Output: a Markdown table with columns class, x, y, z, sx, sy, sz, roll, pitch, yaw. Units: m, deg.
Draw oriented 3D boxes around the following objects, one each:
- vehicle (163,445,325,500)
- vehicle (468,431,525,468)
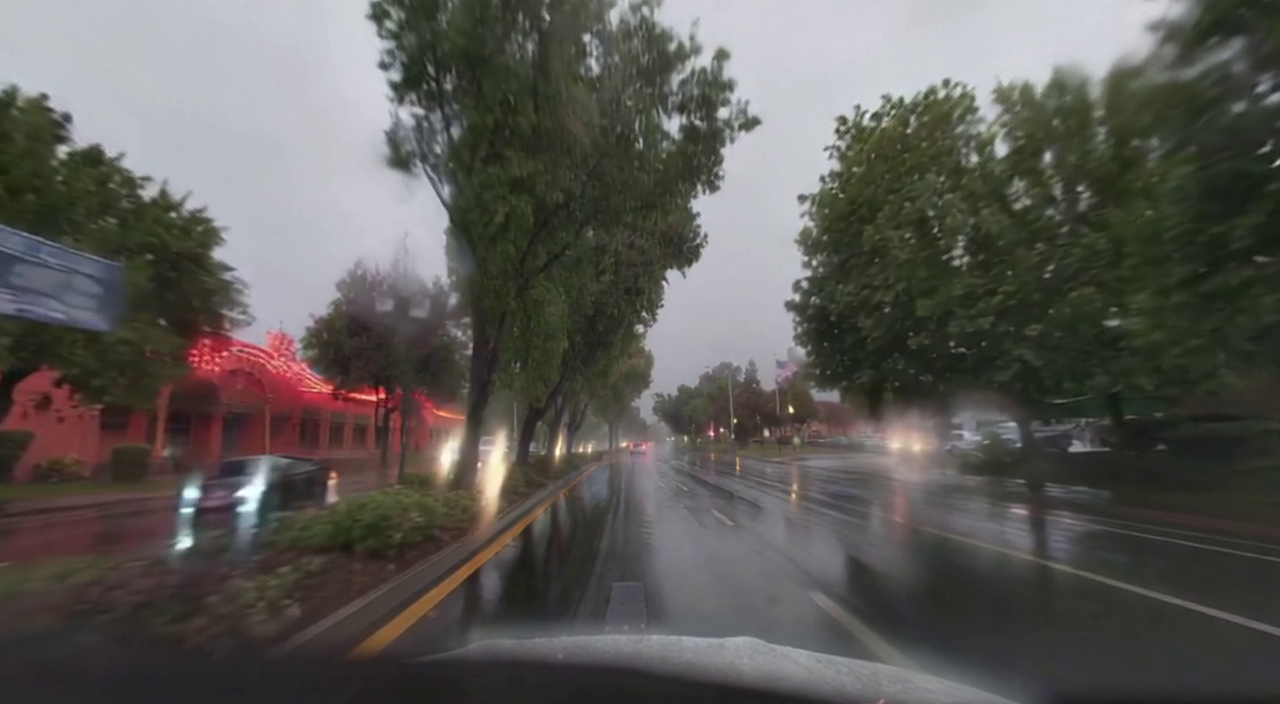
| class | x | y | z | sx | sy | sz | roll | pitch | yaw |
| --- | --- | --- | --- | --- | --- | --- | --- | --- | --- |
| vehicle | -11.643 | 3.527 | 18.990 | 1.874 | 1.407 | 4.606 | 0 | -8 | 0 |
| vehicle | -8.439 | 5.793 | 37.545 | 2.171 | 1.975 | 5.168 | 0 | -8 | 0 |
